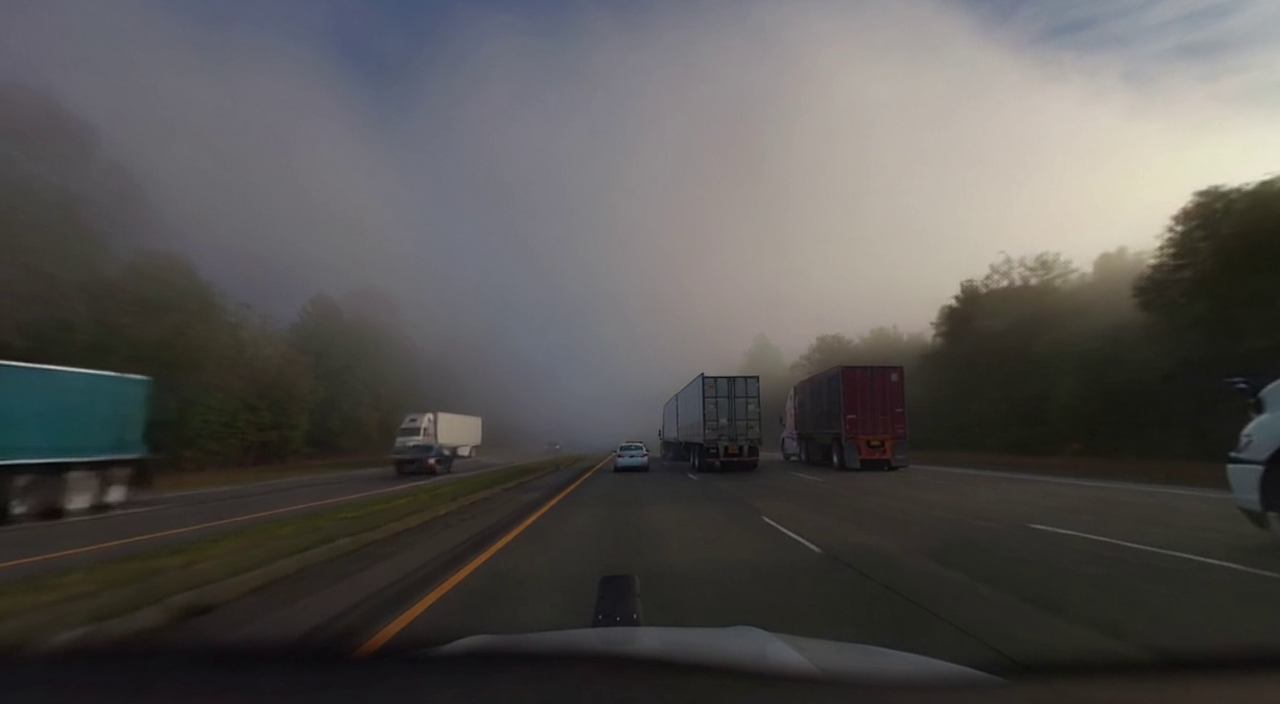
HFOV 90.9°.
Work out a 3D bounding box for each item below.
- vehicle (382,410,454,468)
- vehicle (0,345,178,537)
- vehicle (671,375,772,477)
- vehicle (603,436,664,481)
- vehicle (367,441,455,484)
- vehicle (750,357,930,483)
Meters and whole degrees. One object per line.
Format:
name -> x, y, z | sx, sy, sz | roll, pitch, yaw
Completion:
vehicle -> -17.181, 6.835, 49.389 | 3.135, 4.207, 7.042 | 0, -8, -1
vehicle -> -12.573, 1.608, 11.335 | 2.641, 3.353, 7.768 | 0, -7, -1
vehicle -> 3.648, 3.901, 32.686 | 2.888, 4.099, 14.183 | 0, -7, -2
vehicle -> -0.266, 3.846, 23.148 | 2.038, 1.477, 3.773 | 0, -7, -1
vehicle -> -8.686, 4.200, 24.359 | 1.867, 1.465, 4.420 | 0, -8, -2
vehicle -> 7.758, 3.112, 27.670 | 2.876, 4.111, 14.145 | 0, -7, -2
